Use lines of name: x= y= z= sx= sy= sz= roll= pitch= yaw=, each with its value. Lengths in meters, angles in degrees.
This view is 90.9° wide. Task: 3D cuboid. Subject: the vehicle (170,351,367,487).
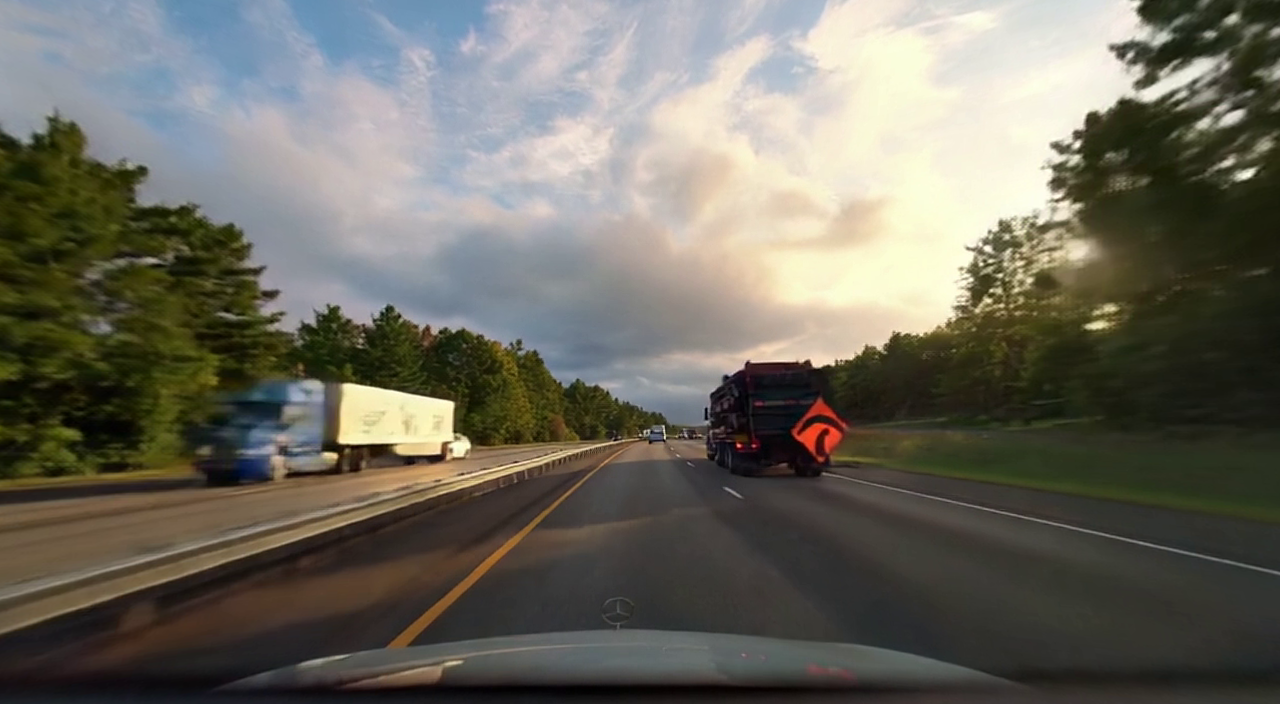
vehicle: x=-12.170 y=2.340 z=21.453 sx=3.013 sy=3.979 sz=5.795 roll=0 pitch=-8 yaw=0

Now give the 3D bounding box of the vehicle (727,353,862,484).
vehicle: x=4.302 y=2.027 z=18.738 sx=2.749 sy=3.357 sz=4.979 roll=0 pitch=-8 yaw=1
